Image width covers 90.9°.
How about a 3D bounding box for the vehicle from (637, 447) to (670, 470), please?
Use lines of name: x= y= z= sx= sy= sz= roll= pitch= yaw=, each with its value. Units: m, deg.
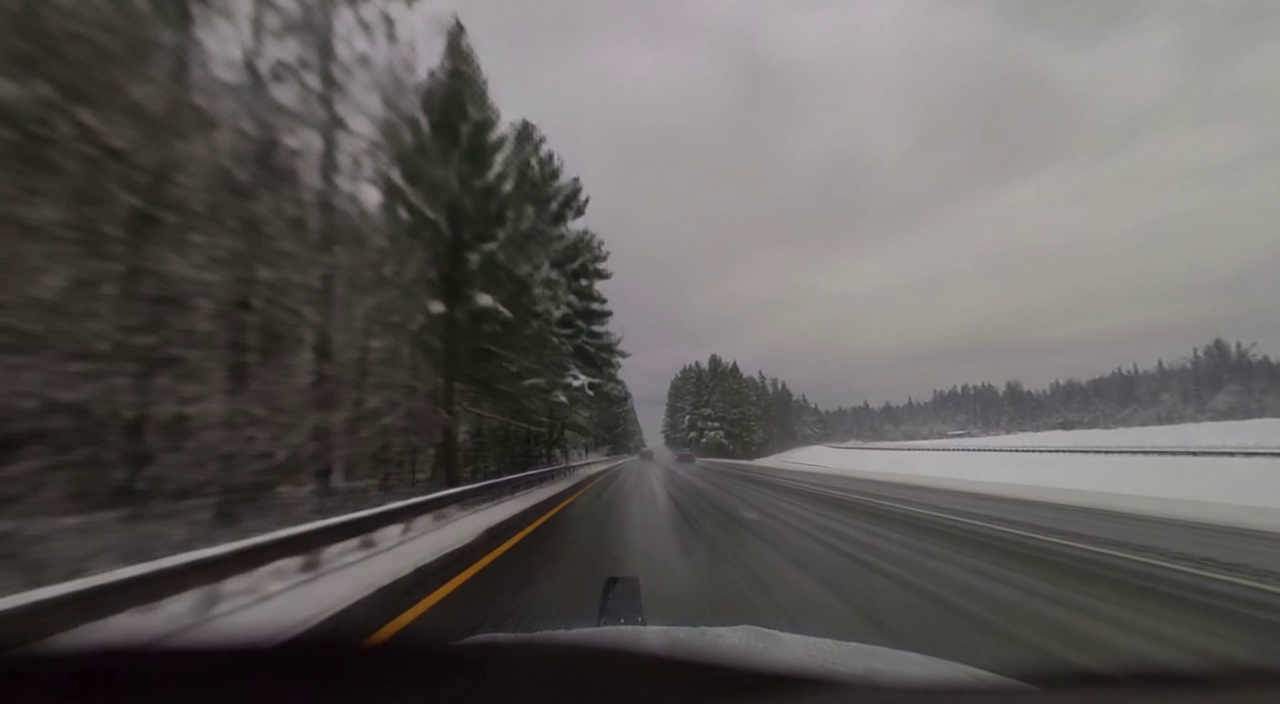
vehicle: x=0.876 y=7.357 z=43.798 sx=2.162 sy=1.492 sz=3.975 roll=0 pitch=-9 yaw=-1
